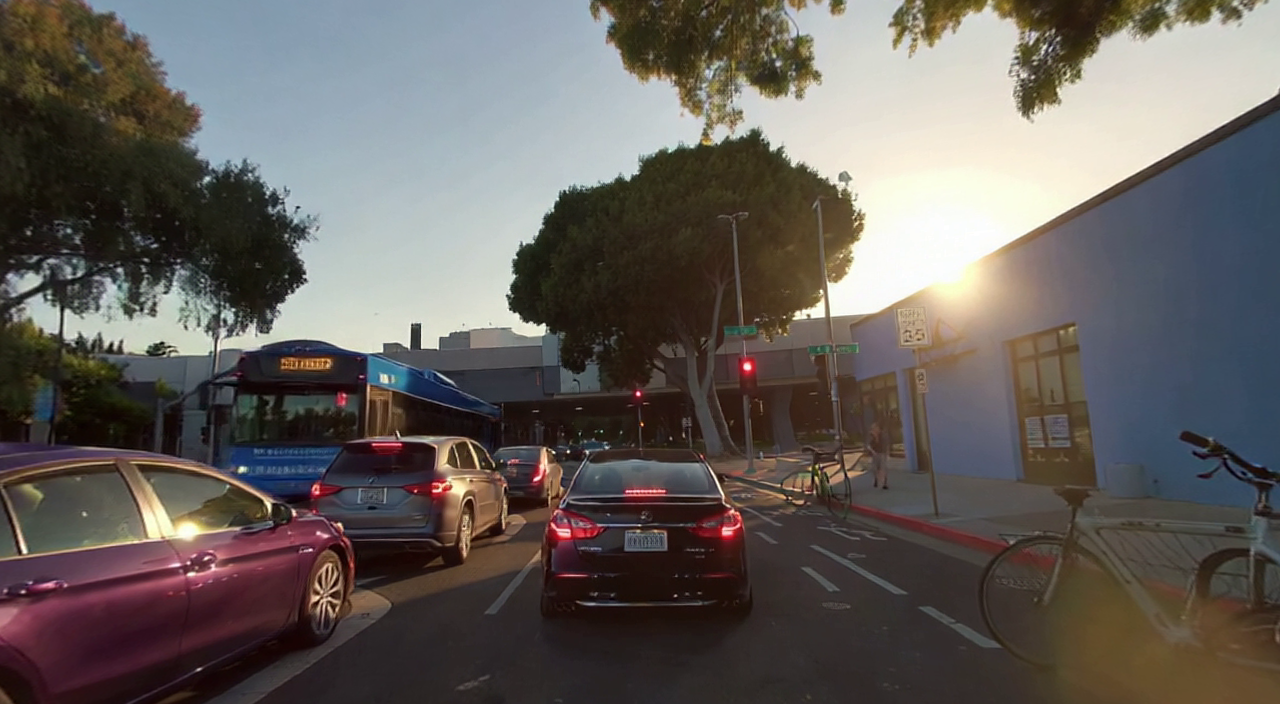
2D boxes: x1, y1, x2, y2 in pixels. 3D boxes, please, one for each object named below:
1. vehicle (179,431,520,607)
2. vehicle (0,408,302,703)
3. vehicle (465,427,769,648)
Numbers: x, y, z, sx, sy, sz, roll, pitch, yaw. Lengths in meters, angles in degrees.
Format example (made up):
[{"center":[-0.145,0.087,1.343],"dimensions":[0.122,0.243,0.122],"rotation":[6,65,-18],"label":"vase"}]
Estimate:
[{"center":[-2.914,1.754,7.643],"dimensions":[1.944,1.481,4.385],"rotation":[0,-8,1],"label":"vehicle"},{"center":[-3.167,0.881,1.742],"dimensions":[1.867,1.486,4.452],"rotation":[0,-8,2],"label":"vehicle"},{"center":[-0.141,1.525,6.180],"dimensions":[2.031,1.461,3.763],"rotation":[0,-8,0],"label":"vehicle"}]
